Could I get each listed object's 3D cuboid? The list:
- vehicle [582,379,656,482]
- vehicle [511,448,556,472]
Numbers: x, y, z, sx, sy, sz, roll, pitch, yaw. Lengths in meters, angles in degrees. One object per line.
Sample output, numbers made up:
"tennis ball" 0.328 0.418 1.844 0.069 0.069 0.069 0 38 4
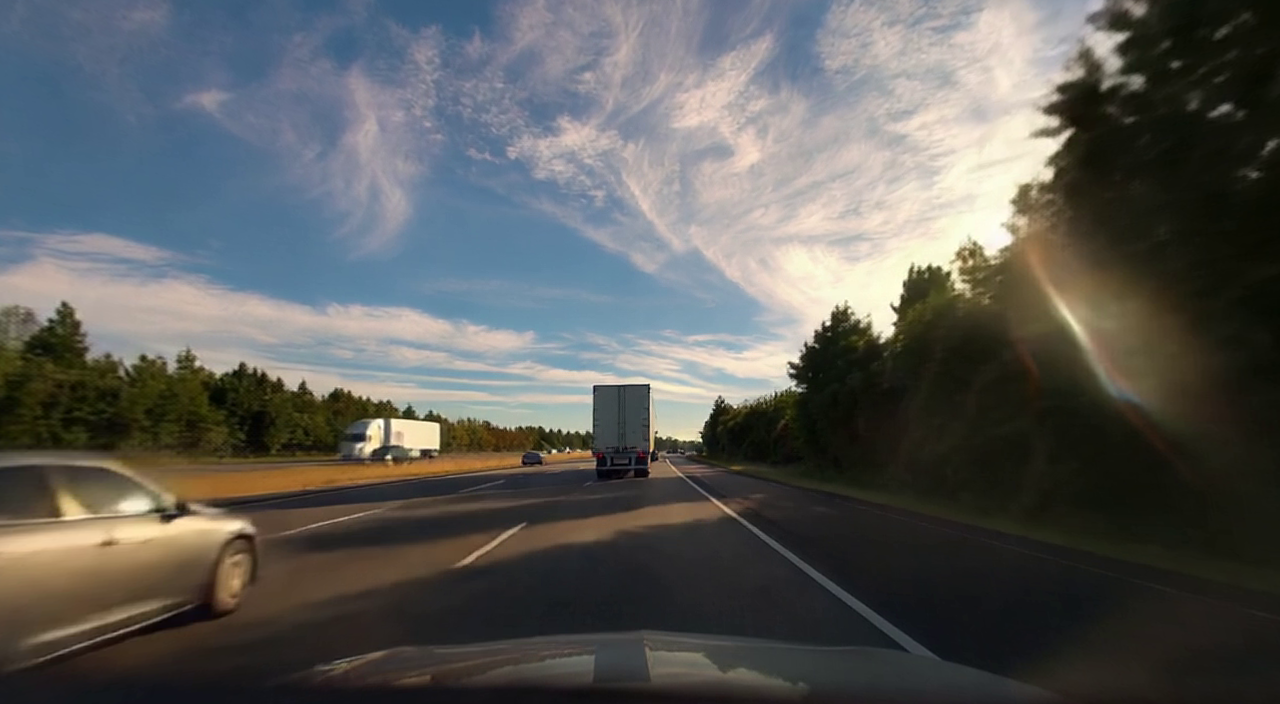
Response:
"vehicle" -0.674 4.226 32.512 2.851 4.098 14.436 -1 -9 2
"vehicle" -6.660 6.788 39.827 1.967 1.420 4.473 0 -9 1
